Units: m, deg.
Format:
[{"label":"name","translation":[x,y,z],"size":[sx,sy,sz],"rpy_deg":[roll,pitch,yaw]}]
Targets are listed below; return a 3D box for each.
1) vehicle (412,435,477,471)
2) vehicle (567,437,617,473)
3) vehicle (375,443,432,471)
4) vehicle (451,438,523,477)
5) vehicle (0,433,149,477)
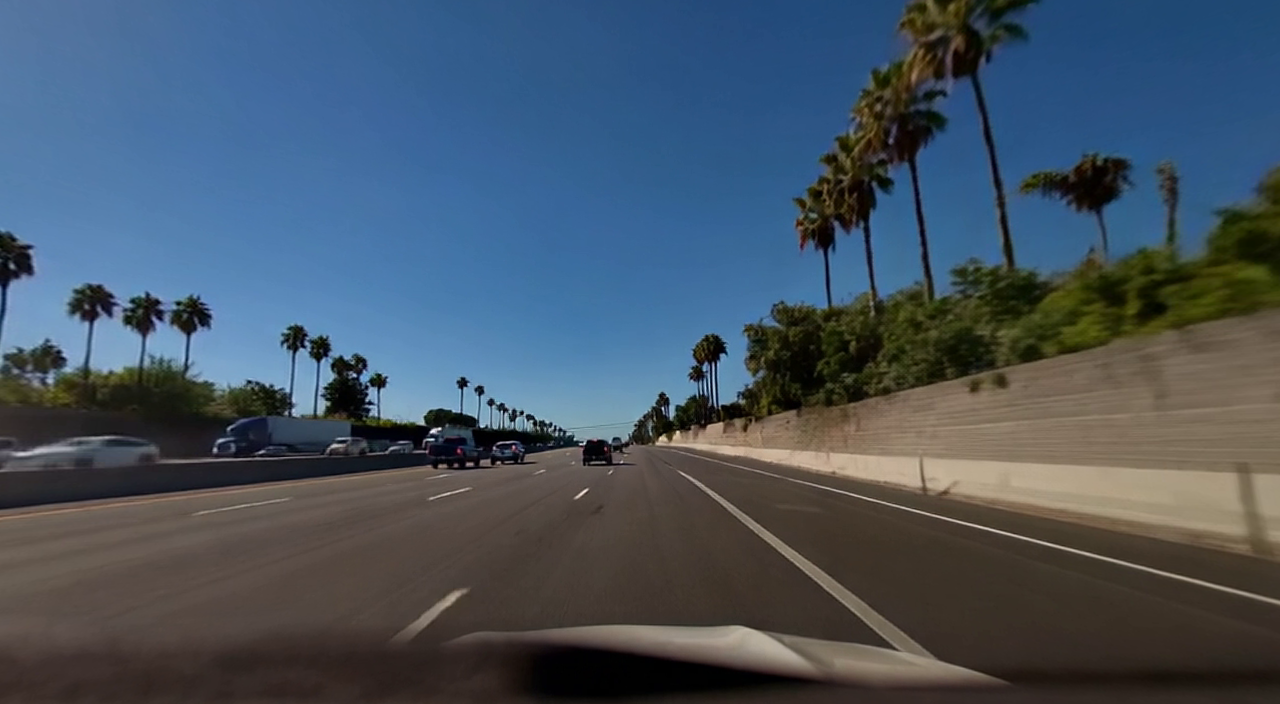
[{"label":"vehicle","translation":[-10.897,5.676,35.614],"size":[1.986,1.875,4.902],"rpy_deg":[0,-9,1]},{"label":"vehicle","translation":[-2.368,5.258,32.440],"size":[2.201,1.672,4.128],"rpy_deg":[0,-9,0]},{"label":"vehicle","translation":[-14.829,6.562,39.788],"size":[1.836,1.662,4.317],"rpy_deg":[0,-9,1]},{"label":"vehicle","translation":[-7.200,5.016,30.265],"size":[2.204,1.677,4.438],"rpy_deg":[0,-9,1]},{"label":"vehicle","translation":[-20.863,3.815,23.556],"size":[1.789,1.494,3.928],"rpy_deg":[0,-9,2]}]
